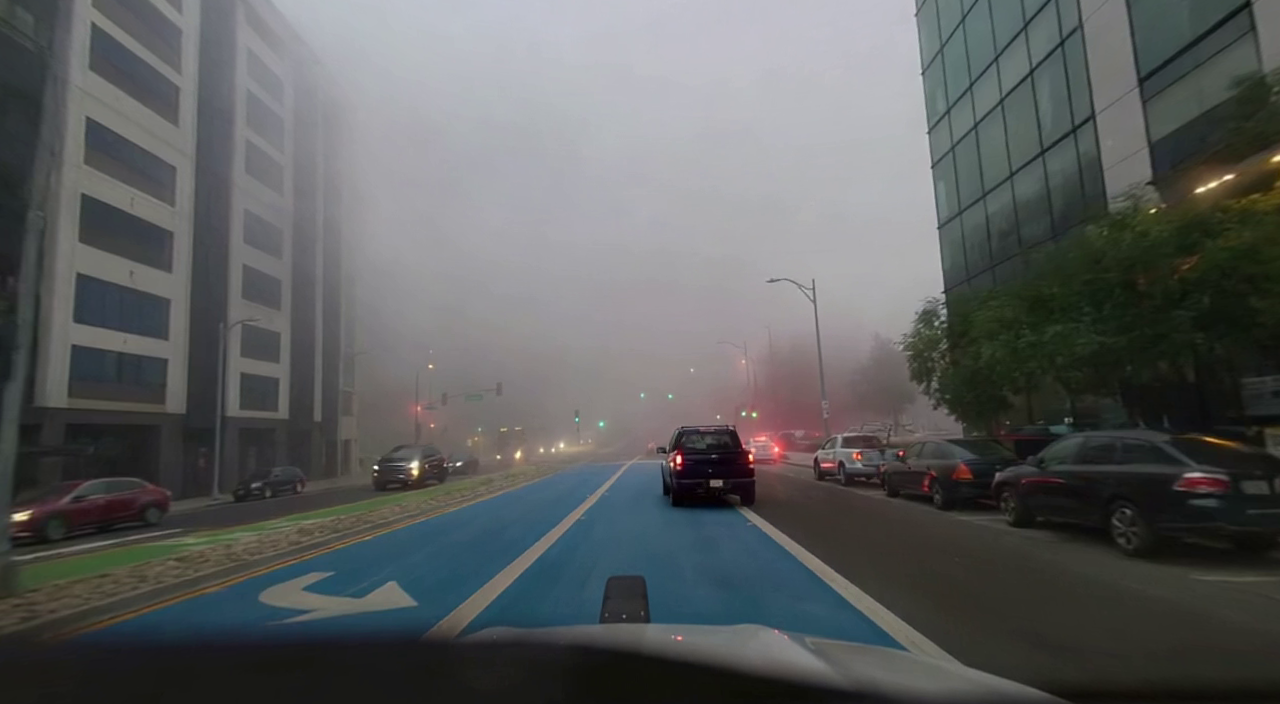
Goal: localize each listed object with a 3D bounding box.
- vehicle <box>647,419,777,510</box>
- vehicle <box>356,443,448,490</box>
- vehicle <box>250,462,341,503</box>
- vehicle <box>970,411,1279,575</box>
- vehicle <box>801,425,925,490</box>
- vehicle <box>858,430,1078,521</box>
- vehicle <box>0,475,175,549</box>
[{"bbox_3d":[1.444,2.541,14.603,2.283,1.773,4.255,0,-9,-3],"label":"vehicle"},{"bbox_3d":[-9.910,4.774,26.702,2.072,1.806,4.736,0,-9,-1],"label":"vehicle"},{"bbox_3d":[-16.465,6.220,30.438,1.942,1.691,4.281,0,-9,0],"label":"vehicle"},{"bbox_3d":[6.688,1.746,8.591,1.927,1.631,4.417,0,-9,-1],"label":"vehicle"},{"bbox_3d":[6.908,3.351,20.336,2.088,1.761,5.697,0,-9,2],"label":"vehicle"},{"bbox_3d":[6.540,2.525,13.456,2.106,1.550,5.046,0,-9,2],"label":"vehicle"},{"bbox_3d":[-16.325,4.459,18.204,1.933,1.590,4.980,0,-9,1],"label":"vehicle"}]
